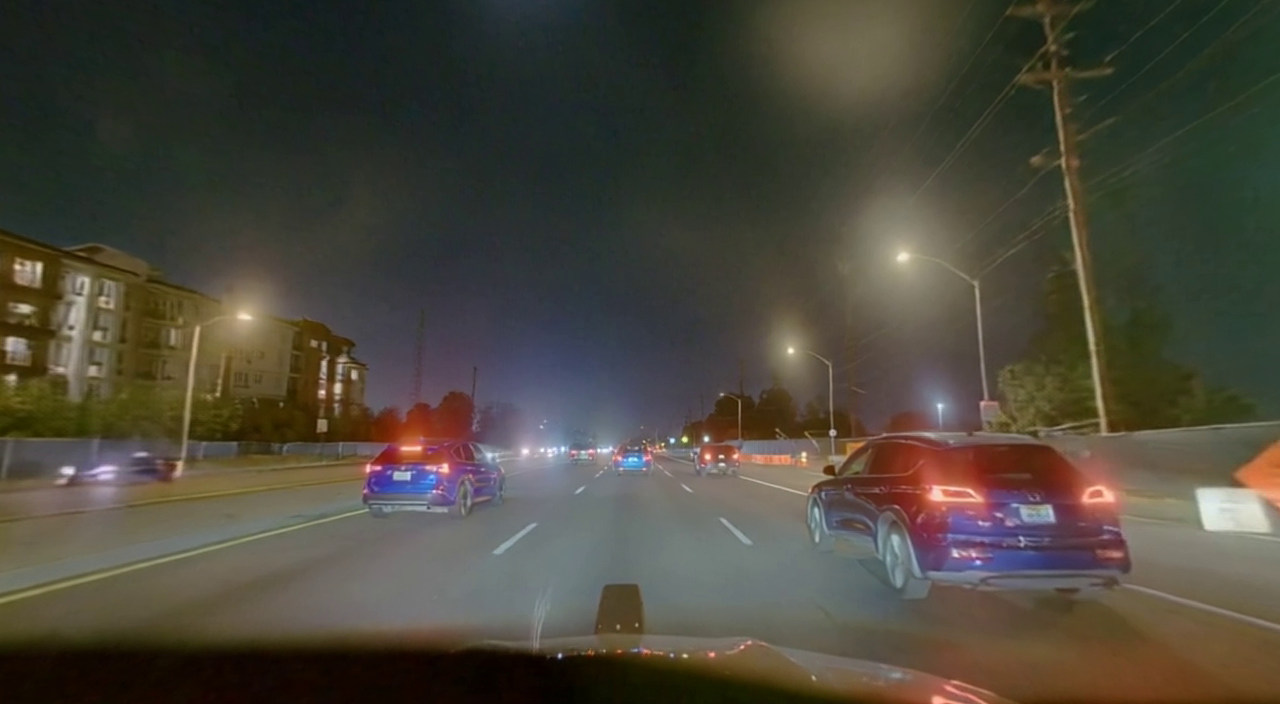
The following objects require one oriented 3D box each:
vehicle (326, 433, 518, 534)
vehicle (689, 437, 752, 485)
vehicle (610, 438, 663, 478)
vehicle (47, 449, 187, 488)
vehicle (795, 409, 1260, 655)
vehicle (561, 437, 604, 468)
[{"bbox_3d":[-3.633,2.253,11.483,1.968,1.473,4.209,0,-8,0],"label":"vehicle"},{"bbox_3d":[3.258,4.492,26.384,2.029,1.797,4.218,0,-8,-1],"label":"vehicle"},{"bbox_3d":[-0.150,4.857,29.202,2.291,1.714,4.217,0,-8,0],"label":"vehicle"},{"bbox_3d":[-22.030,4.871,26.901,2.053,1.472,4.526,0,-8,0],"label":"vehicle"},{"bbox_3d":[3.044,1.477,6.216,1.975,1.598,4.025,0,-8,0],"label":"vehicle"},{"bbox_3d":[-3.573,6.357,40.117,2.190,1.832,4.417,0,-8,1],"label":"vehicle"}]
